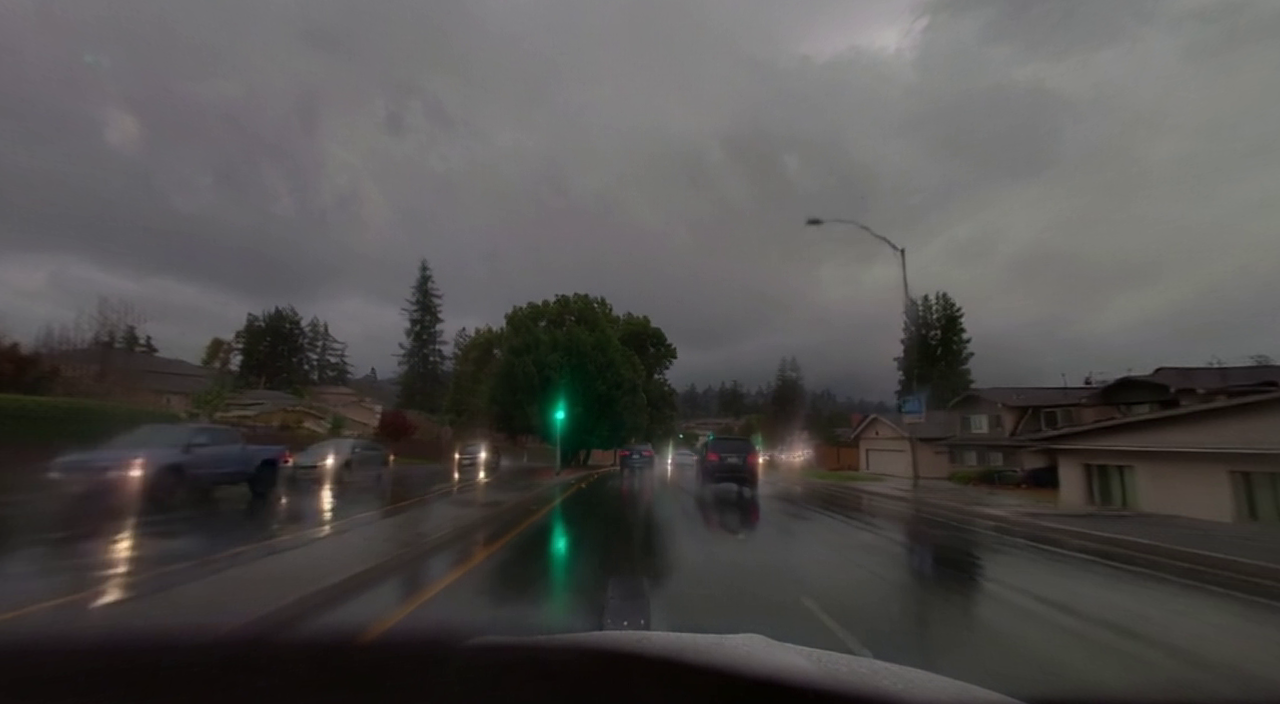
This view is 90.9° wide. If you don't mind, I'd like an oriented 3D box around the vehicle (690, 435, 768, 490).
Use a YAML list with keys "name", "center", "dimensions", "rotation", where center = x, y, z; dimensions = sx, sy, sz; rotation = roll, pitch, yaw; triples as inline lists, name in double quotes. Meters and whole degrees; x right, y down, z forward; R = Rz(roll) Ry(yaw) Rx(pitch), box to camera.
- name: "vehicle"
  center: [3.078, 3.950, 22.874]
  dimensions: [2.166, 1.799, 4.372]
  rotation: [0, -8, 0]

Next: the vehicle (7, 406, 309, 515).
- name: "vehicle"
  center: [-9.195, 2.138, 12.873]
  dimensions: [1.893, 1.735, 5.318]
  rotation: [0, -8, 1]

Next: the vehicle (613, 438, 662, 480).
- name: "vehicle"
  center: [-0.074, 5.052, 30.051]
  dimensions: [2.185, 1.822, 4.391]
  rotation: [0, -8, 1]

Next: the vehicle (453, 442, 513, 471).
- name: "vehicle"
  center: [-8.763, 5.848, 35.623]
  dimensions: [1.991, 1.503, 4.688]
  rotation: [-1, -8, 3]

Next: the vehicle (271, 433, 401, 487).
- name: "vehicle"
  center: [-9.158, 3.268, 19.452]
  dimensions: [1.829, 1.463, 4.403]
  rotation: [0, -8, 0]
